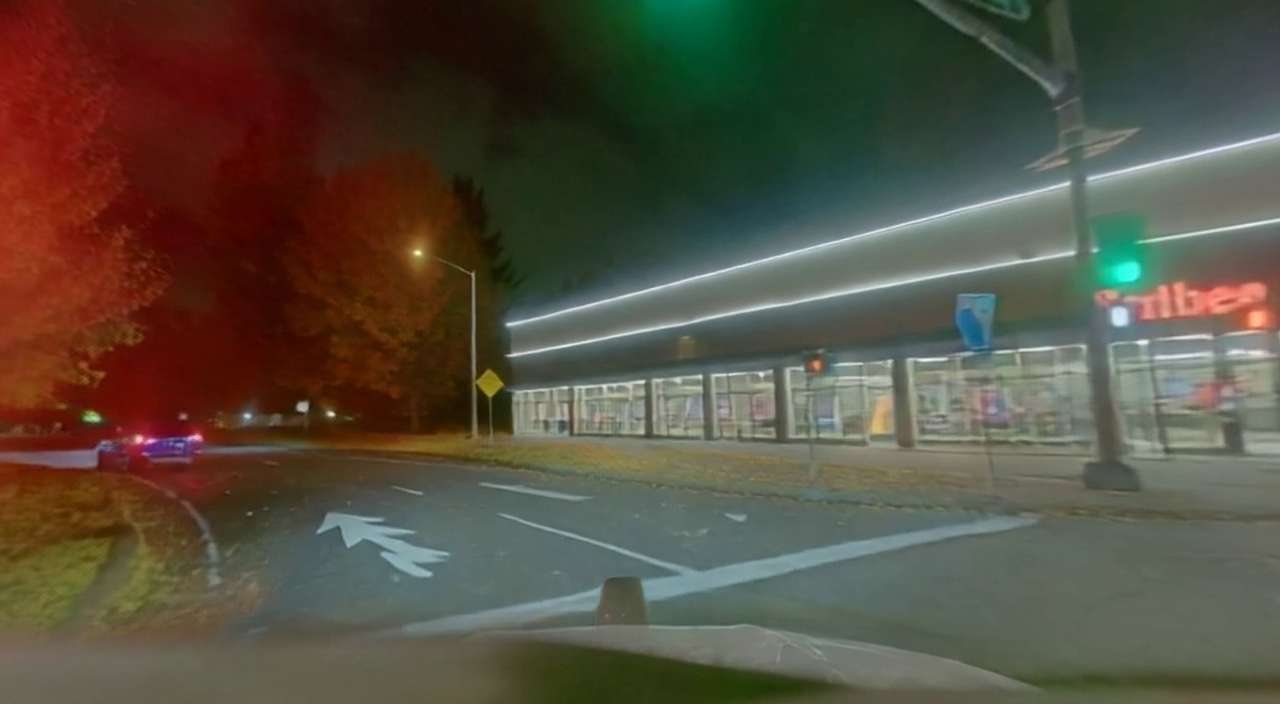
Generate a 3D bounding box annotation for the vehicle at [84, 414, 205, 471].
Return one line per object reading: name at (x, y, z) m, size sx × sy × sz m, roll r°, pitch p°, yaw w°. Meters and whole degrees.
vehicle at (-18.026, 3.237, 22.864) m, size 5.110 × 1.814 × 2.146 m, roll -6°, pitch -9°, yaw 38°
